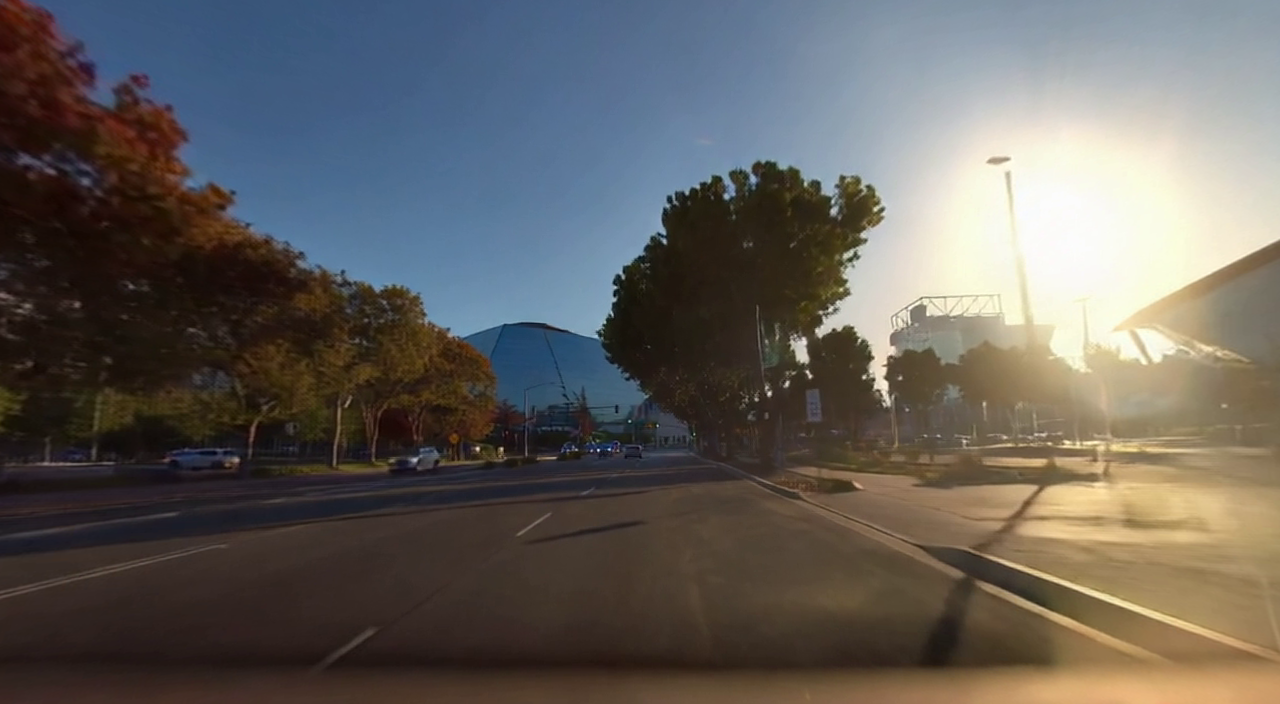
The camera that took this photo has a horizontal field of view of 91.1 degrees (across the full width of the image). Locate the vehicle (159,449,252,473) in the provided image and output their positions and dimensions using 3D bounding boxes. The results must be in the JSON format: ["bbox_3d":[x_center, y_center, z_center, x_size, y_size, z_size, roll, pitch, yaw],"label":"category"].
[{"bbox_3d":[-28.705,7.203,41.597,4.692,1.576,1.864,0,-9,-2],"label":"vehicle"}]

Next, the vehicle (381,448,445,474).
[{"bbox_3d":[-13.800,6.628,38.456,1.920,1.512,4.657,-1,-9,4],"label":"vehicle"}]
